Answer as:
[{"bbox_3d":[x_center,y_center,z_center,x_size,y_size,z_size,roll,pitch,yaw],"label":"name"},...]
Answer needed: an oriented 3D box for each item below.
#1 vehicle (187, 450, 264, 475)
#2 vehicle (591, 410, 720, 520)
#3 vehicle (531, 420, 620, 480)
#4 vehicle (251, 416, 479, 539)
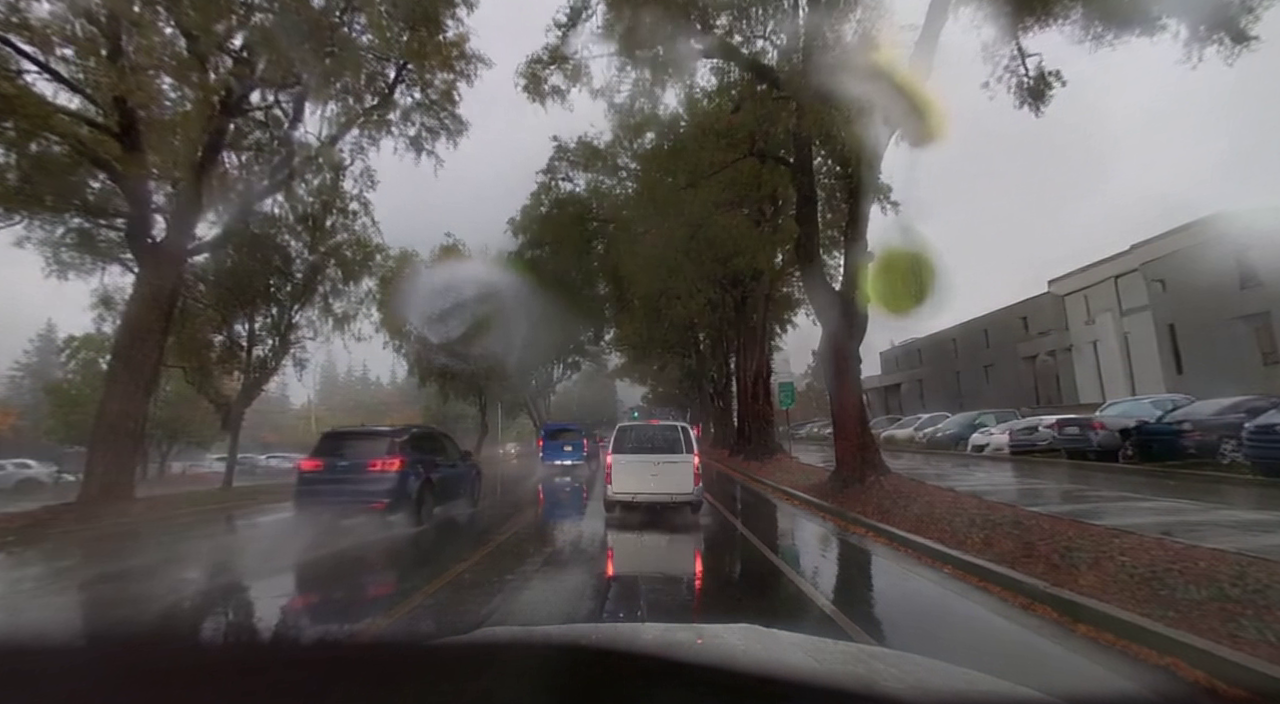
[{"bbox_3d":[-32.641,8.664,49.935,1.977,1.788,4.978,-2,-9,13],"label":"vehicle"},{"bbox_3d":[0.316,2.223,12.825,2.173,1.830,4.189,0,-9,2],"label":"vehicle"},{"bbox_3d":[-2.352,3.837,24.944,2.486,2.074,5.456,-1,-9,5],"label":"vehicle"},{"bbox_3d":[-4.484,2.119,11.341,2.116,1.714,4.757,0,-9,-3],"label":"vehicle"}]
